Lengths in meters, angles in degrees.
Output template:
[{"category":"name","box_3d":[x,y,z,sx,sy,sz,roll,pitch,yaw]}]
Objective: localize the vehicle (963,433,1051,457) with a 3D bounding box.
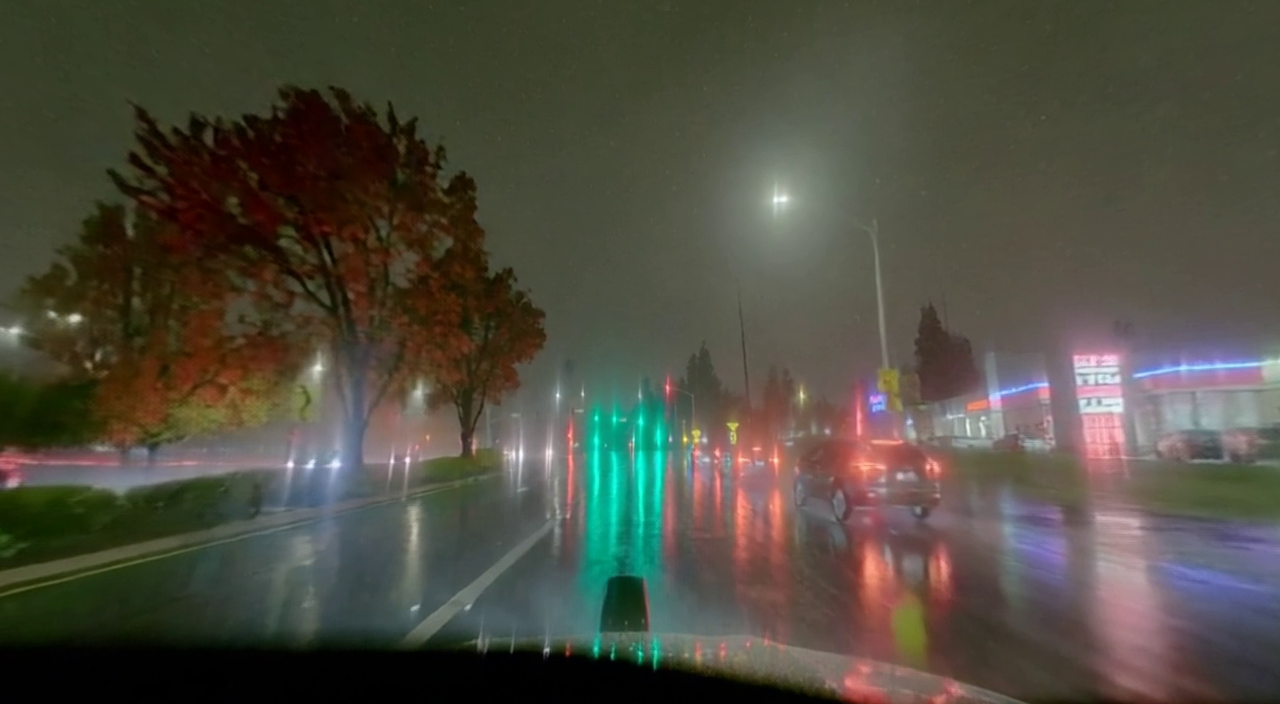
[{"category":"vehicle","box_3d":[23.837,6.071,41.109,1.826,1.424,4.544,4,-10,-28]}]

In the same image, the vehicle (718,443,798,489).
[{"category":"vehicle","box_3d":[4.000,3.918,22.089,1.872,1.431,4.270,0,-8,-2]}]

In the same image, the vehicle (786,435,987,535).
[{"category":"vehicle","box_3d":[4.166,2.293,11.533,1.913,1.463,4.198,0,-8,-1]}]

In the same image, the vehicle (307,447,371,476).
[{"category":"vehicle","box_3d":[-17.286,6.267,36.407,1.764,1.563,3.872,0,-8,0]}]

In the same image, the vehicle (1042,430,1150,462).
[{"category":"vehicle","box_3d":[23.444,4.854,32.499,1.837,1.536,4.036,6,-11,-37]}]

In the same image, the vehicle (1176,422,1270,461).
[{"category":"vehicle","box_3d":[28.944,4.453,31.279,3.978,1.515,1.859,-2,-8,-25]}]

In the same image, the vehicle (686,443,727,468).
[{"category":"vehicle","box_3d":[4.103,6.469,39.726,1.939,1.474,4.716,0,-8,-1]}]
